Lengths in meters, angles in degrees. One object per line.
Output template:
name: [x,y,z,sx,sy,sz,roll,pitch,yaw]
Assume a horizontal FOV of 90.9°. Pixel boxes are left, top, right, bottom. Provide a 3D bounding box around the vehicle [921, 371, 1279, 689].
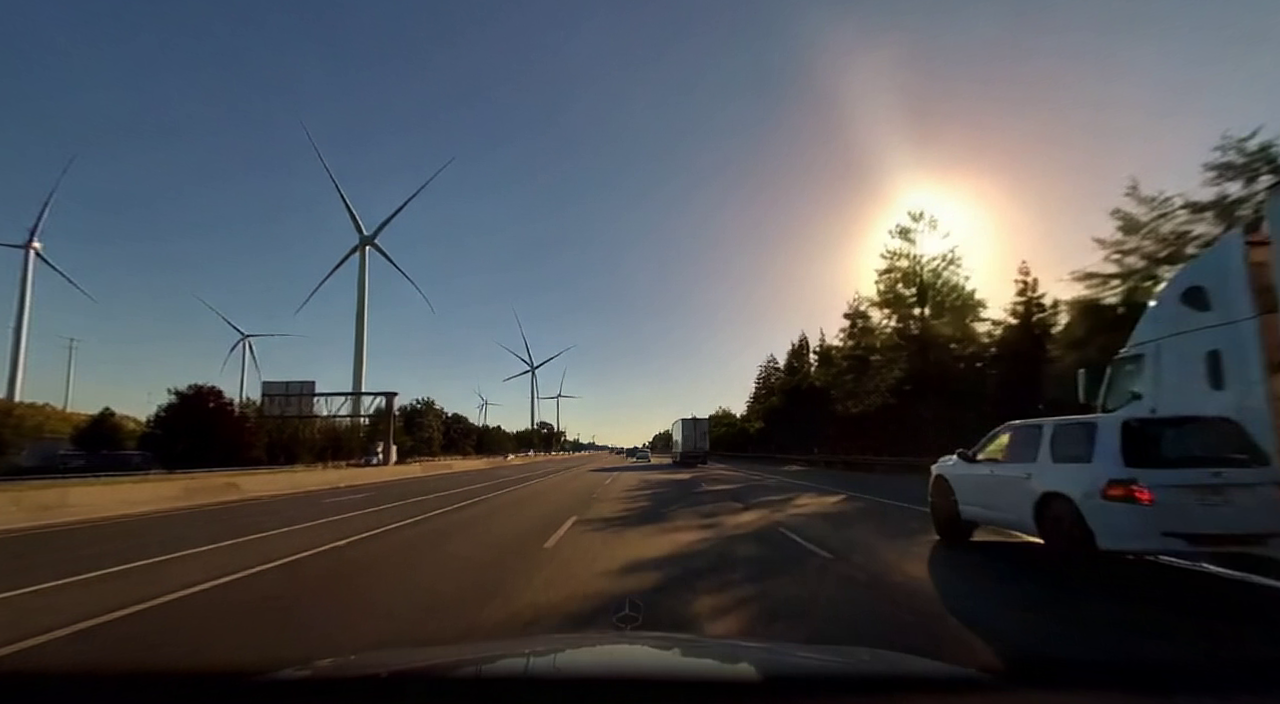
vehicle: [4.537,1.275,5.382,2.124,1.710,4.540,0,-9,0]
